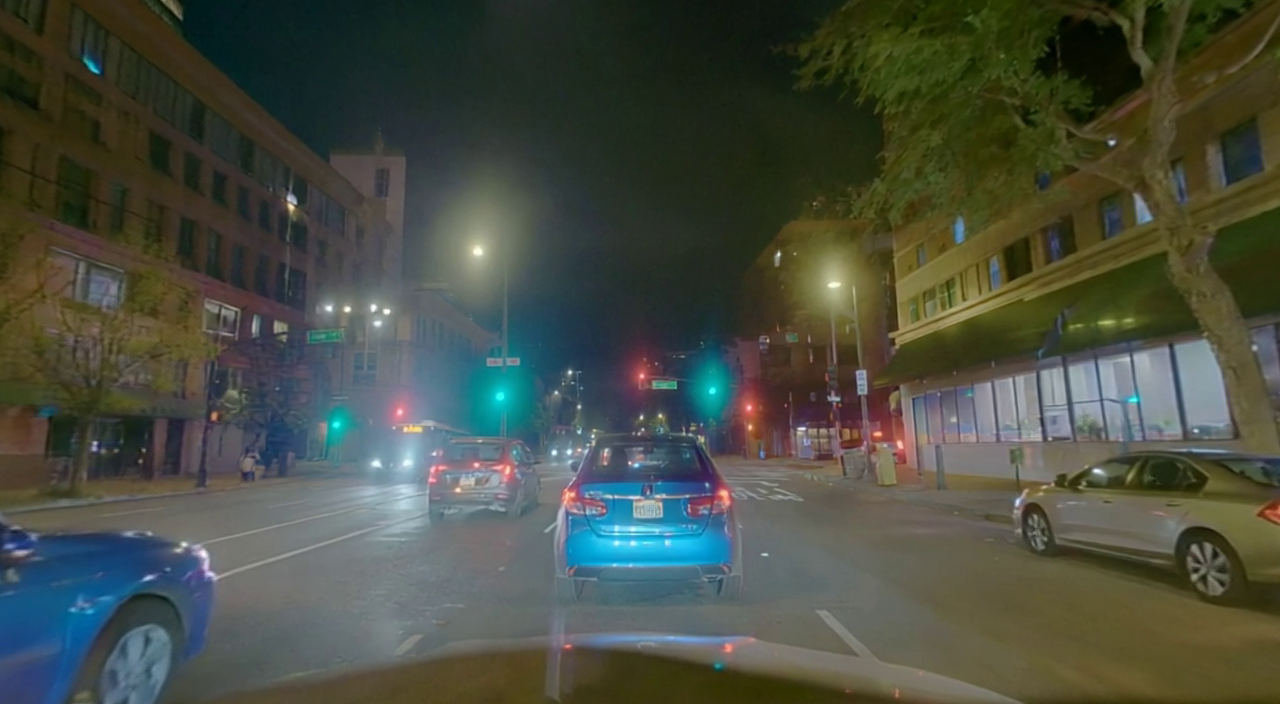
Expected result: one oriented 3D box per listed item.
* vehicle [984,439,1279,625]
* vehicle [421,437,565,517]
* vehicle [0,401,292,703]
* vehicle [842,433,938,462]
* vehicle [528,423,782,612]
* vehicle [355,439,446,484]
[{"bbox_3d":[5.996,1.706,6.891,1.873,1.453,4.579,0,-9,0],"label":"vehicle"},{"bbox_3d":[-3.012,2.665,13.981,2.131,1.486,4.089,0,-9,1],"label":"vehicle"},{"bbox_3d":[-3.086,0.831,1.500,1.970,1.492,4.534,0,-9,-1],"label":"vehicle"},{"bbox_3d":[16.393,6.269,41.510,5.345,1.811,2.175,0,-9,-1],"label":"vehicle"},{"bbox_3d":[0.103,1.597,6.897,2.022,1.481,3.564,0,-9,-1],"label":"vehicle"},{"bbox_3d":[-9.845,4.509,26.318,2.012,1.703,4.360,0,-9,1],"label":"vehicle"}]
